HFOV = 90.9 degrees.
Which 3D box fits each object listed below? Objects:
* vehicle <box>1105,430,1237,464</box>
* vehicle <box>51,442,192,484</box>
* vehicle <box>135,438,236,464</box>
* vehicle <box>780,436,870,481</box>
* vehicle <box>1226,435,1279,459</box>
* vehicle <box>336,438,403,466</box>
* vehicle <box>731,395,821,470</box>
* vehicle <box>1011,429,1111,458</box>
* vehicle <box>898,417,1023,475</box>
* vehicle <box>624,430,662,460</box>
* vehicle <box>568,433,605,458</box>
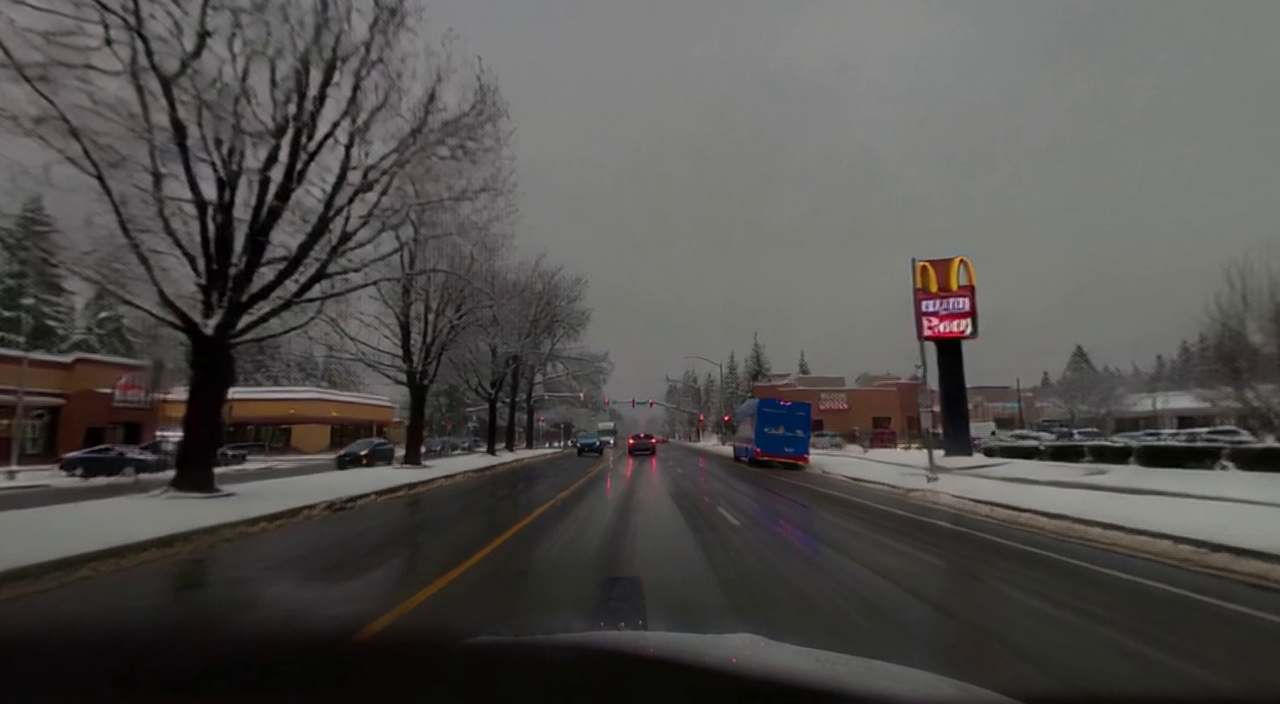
[{"bbox_3d":[26.060,4.718,31.162,4.545,1.571,1.769,-5,-9,26],"label":"vehicle"},{"bbox_3d":[-22.756,4.868,27.994,1.936,1.654,4.857,-1,-9,3],"label":"vehicle"},{"bbox_3d":[-29.419,6.431,41.065,1.971,1.578,5.304,-2,-9,11],"label":"vehicle"},{"bbox_3d":[6.701,3.895,23.404,1.980,1.473,4.537,0,-9,0],"label":"vehicle"},{"bbox_3d":[43.332,6.632,44.061,3.960,1.458,1.980,2,-8,-25],"label":"vehicle"},{"bbox_3d":[-15.673,5.800,36.751,1.836,1.464,4.440,-1,-9,1],"label":"vehicle"},{"bbox_3d":[6.767,4.238,32.721,2.891,3.361,7.843,0,-8,0],"label":"vehicle"},{"bbox_3d":[29.457,6.464,44.425,5.568,1.930,2.081,-5,-10,29],"label":"vehicle"},{"bbox_3d":[13.722,4.004,26.886,5.354,2.214,2.504,6,-11,-37],"label":"vehicle"},{"bbox_3d":[0.211,5.798,39.374,2.209,1.718,4.008,-1,-8,1],"label":"vehicle"},{"bbox_3d":[-3.481,6.204,41.811,2.008,1.500,4.369,-1,-8,1],"label":"vehicle"}]
